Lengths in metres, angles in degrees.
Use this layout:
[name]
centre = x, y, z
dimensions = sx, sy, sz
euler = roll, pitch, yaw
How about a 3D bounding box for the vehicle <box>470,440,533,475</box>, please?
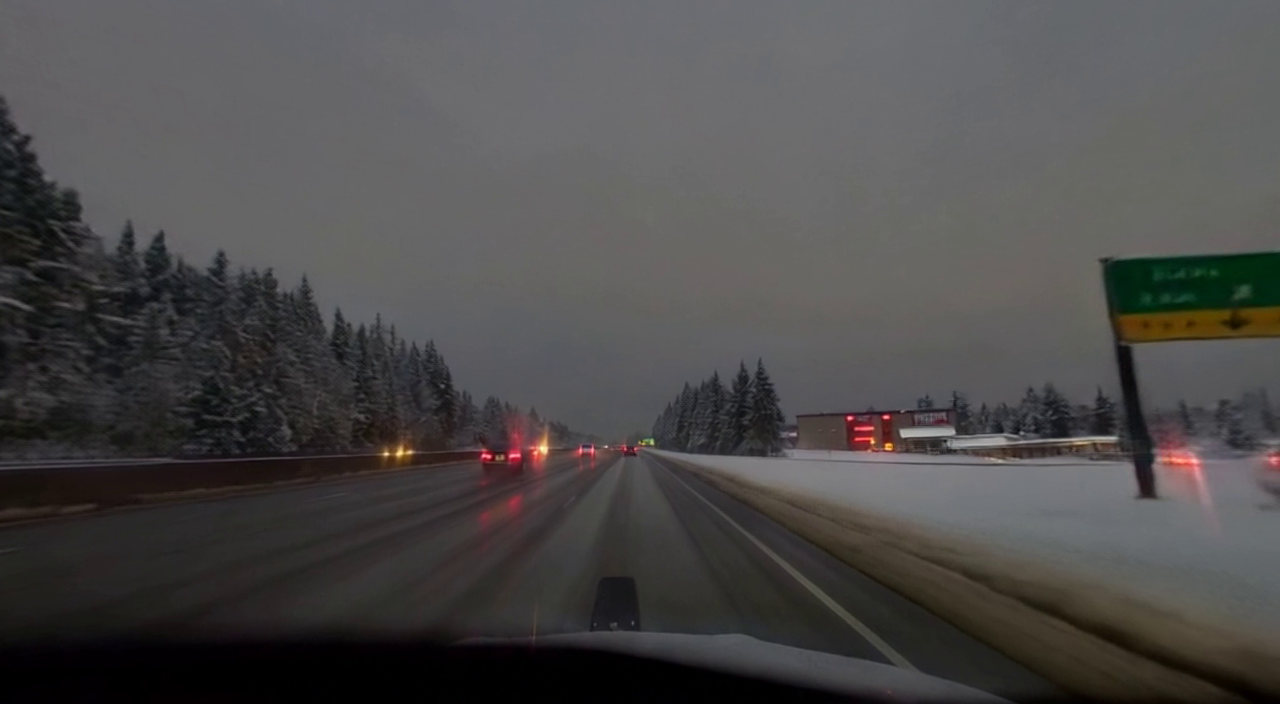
[vehicle]
centre = -6.839, 5.239, 31.685
dimensions = 2.016, 1.606, 4.806
euler = 0, -8, 1
